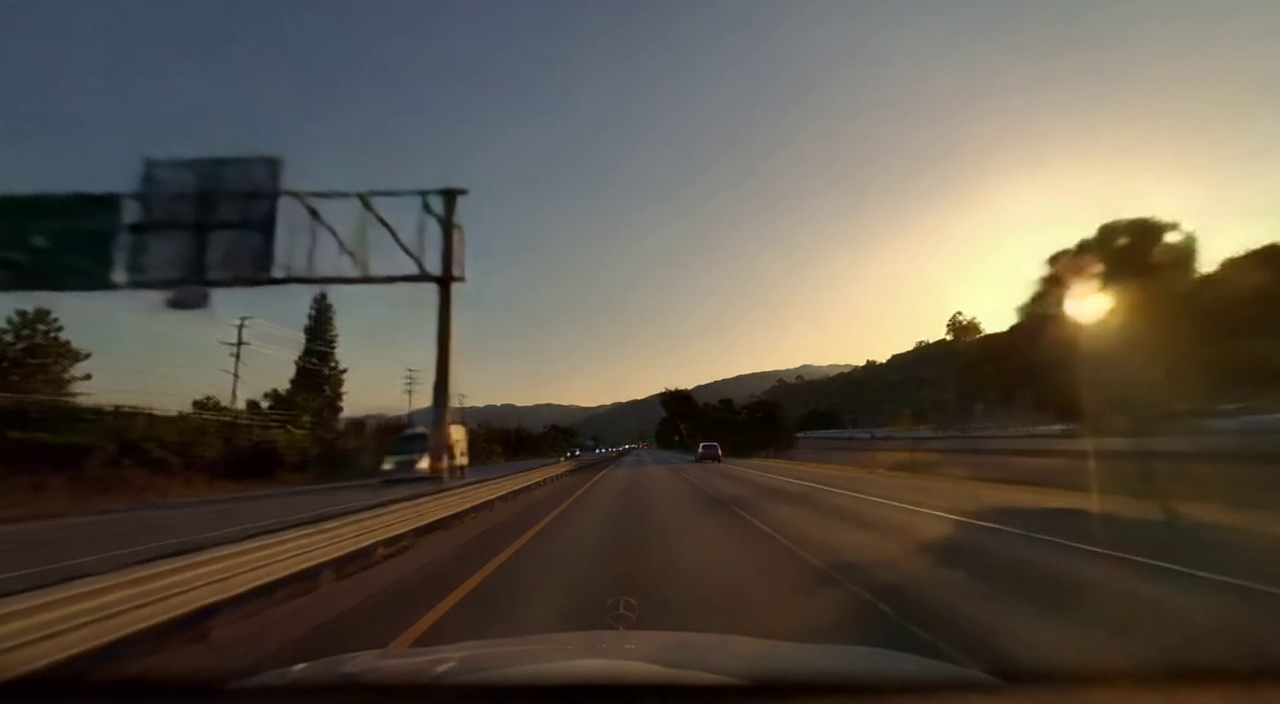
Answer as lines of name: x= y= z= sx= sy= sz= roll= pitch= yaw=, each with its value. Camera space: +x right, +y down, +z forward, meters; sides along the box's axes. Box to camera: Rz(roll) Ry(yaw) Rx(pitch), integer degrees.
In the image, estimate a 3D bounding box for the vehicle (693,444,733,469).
vehicle: x=4.380 y=6.377 z=38.495 sx=1.923 sy=1.408 sz=3.835 roll=0 pitch=-9 yaw=-1
